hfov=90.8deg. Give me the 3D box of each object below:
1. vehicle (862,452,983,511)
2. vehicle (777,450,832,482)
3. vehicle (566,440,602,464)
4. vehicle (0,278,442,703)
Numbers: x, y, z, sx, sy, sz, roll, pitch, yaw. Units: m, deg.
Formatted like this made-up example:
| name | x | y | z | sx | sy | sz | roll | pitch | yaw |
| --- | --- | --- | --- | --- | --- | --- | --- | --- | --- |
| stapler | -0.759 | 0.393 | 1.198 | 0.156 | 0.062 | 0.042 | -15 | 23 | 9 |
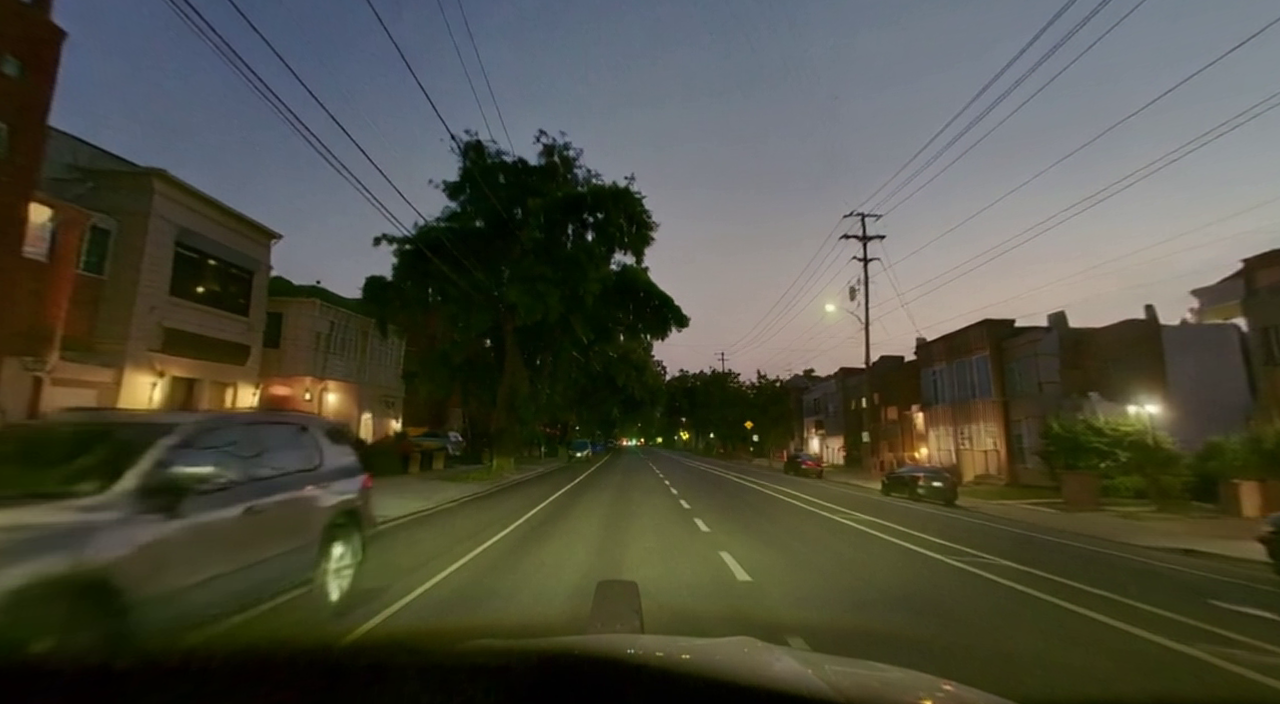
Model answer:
| name | x | y | z | sx | sy | sz | roll | pitch | yaw |
| --- | --- | --- | --- | --- | --- | --- | --- | --- | --- |
| vehicle | 9.594 | 4.378 | 21.936 | 1.977 | 1.495 | 4.800 | 8 | -8 | 1 |
| vehicle | 9.416 | 6.525 | 36.463 | 1.930 | 1.456 | 4.511 | 8 | -8 | 2 |
| vehicle | -3.666 | 6.614 | 42.063 | 2.021 | 1.475 | 4.523 | 0 | -8 | 0 |
| vehicle | -3.265 | 0.985 | 3.853 | 2.290 | 1.924 | 5.536 | 0 | -8 | 0 |
